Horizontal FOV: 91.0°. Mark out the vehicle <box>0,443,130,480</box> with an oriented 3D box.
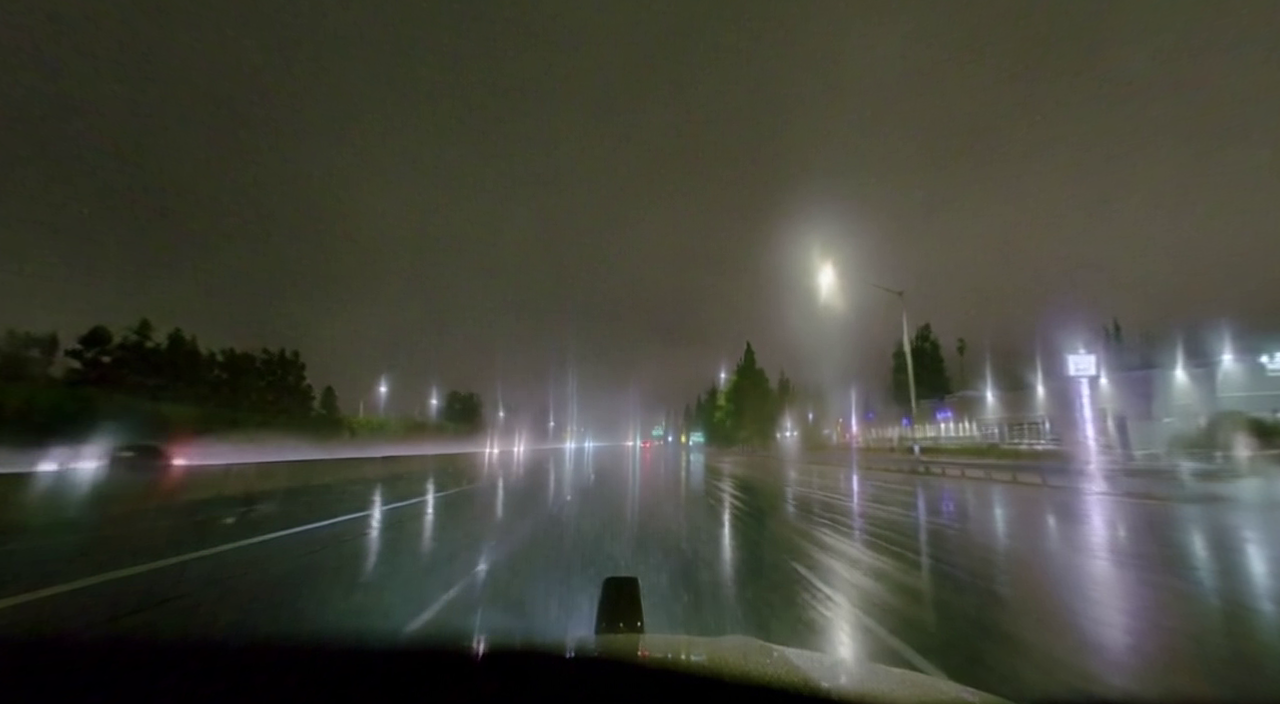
[{"bbox_3d":[-25.555,4.800,27.919,1.872,1.508,4.652,0,-9,1],"label":"vehicle"}]
